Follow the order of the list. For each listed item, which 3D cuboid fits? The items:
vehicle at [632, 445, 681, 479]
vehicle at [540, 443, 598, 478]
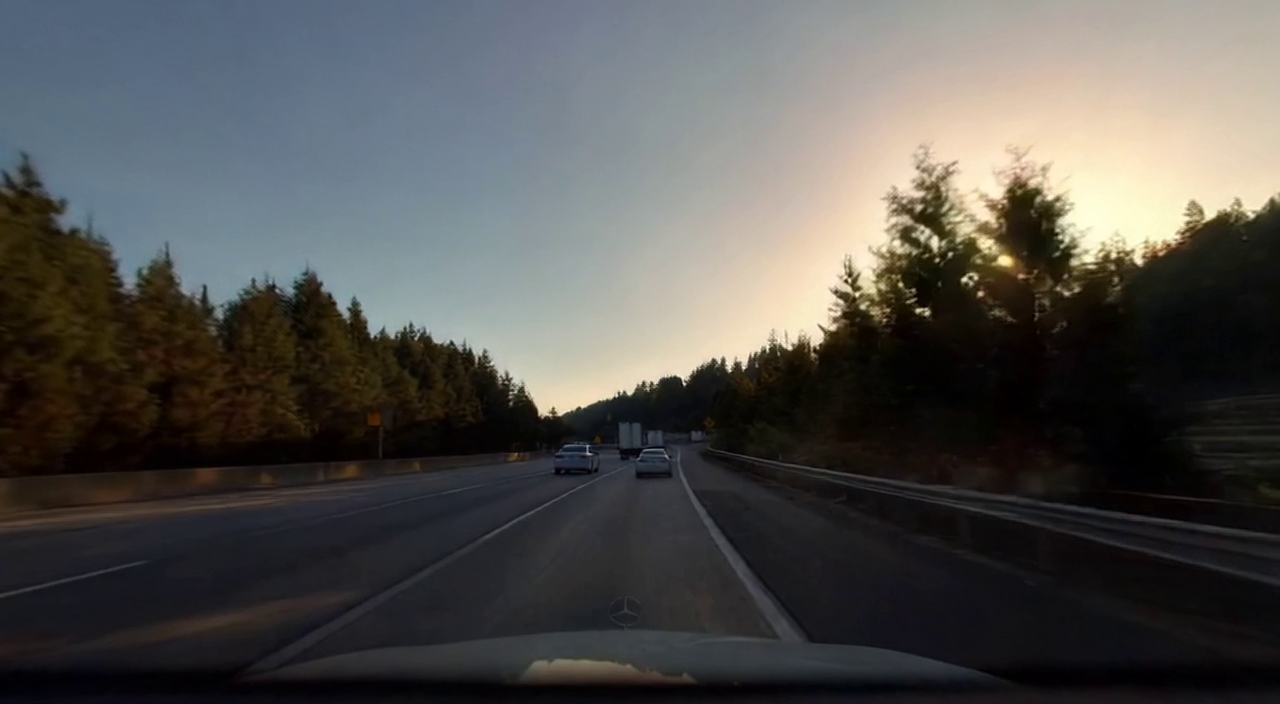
[{"bbox_3d":[0.716,4.711,27.263,1.984,1.365,3.767,0,-9,1],"label":"vehicle"},{"bbox_3d":[-3.142,4.942,28.983,1.916,1.486,4.631,-1,-9,3],"label":"vehicle"}]
